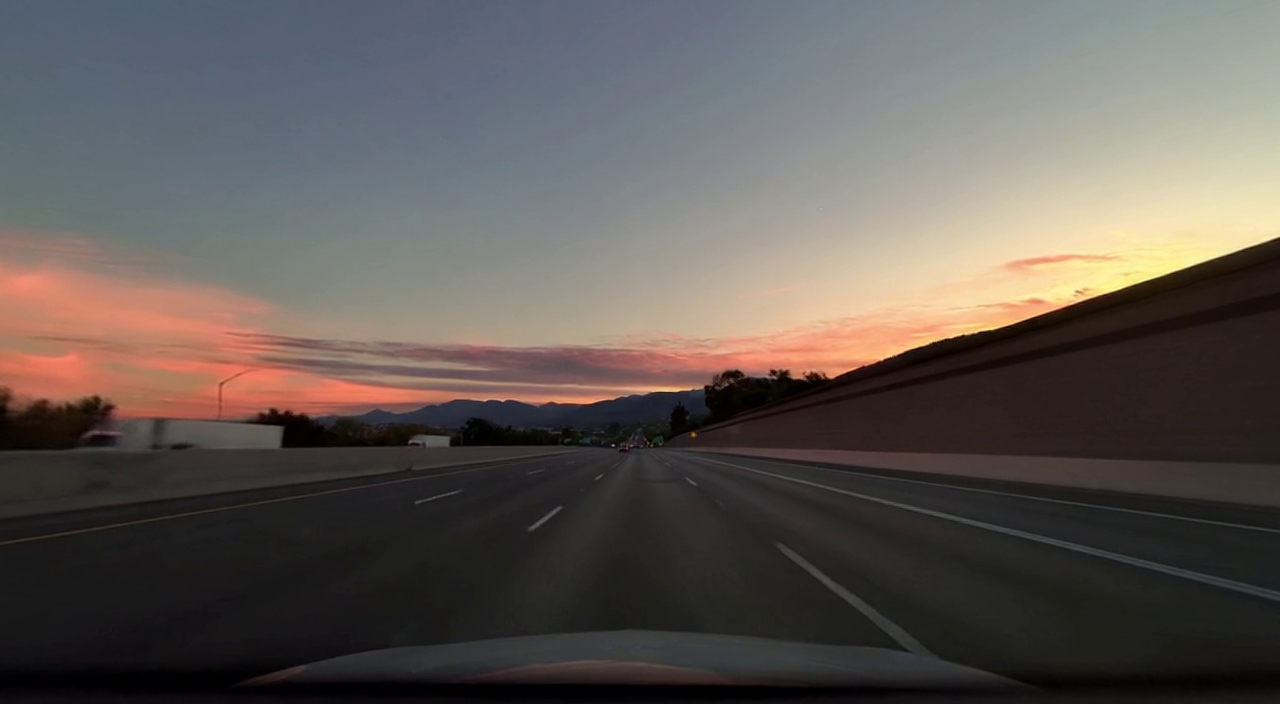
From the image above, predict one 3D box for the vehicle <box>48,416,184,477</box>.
[{"bbox_3d":[-35.979,6.543,43.783,2.962,3.843,7.283,0,-8,0],"label":"vehicle"}]
